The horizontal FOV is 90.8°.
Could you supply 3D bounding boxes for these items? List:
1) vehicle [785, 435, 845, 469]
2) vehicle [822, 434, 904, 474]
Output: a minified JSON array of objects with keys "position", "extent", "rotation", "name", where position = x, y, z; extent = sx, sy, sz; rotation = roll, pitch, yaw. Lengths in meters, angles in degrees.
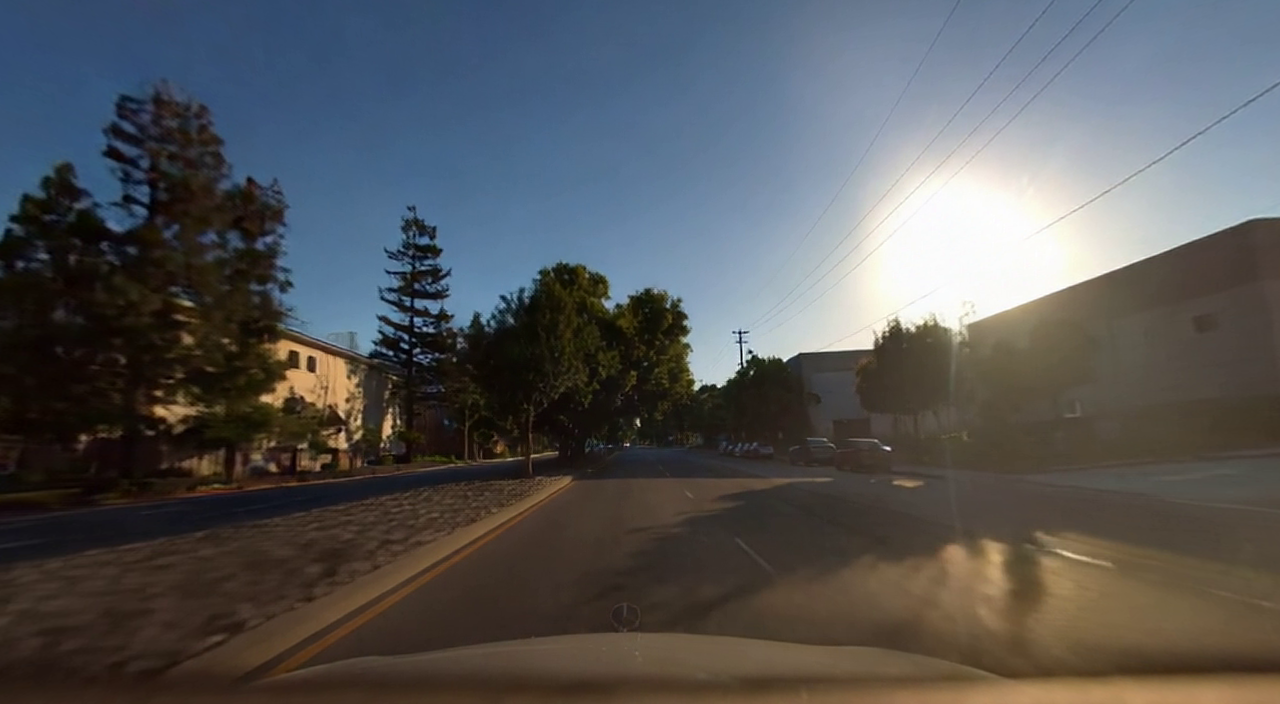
[{"position":[9.806,5.650,35.821],"extent":[2.037,1.732,4.530],"rotation":[0,-9,-1],"name":"vehicle"},{"position":[9.926,4.572,28.518],"extent":[1.984,1.672,4.262],"rotation":[0,-9,-2],"name":"vehicle"}]
